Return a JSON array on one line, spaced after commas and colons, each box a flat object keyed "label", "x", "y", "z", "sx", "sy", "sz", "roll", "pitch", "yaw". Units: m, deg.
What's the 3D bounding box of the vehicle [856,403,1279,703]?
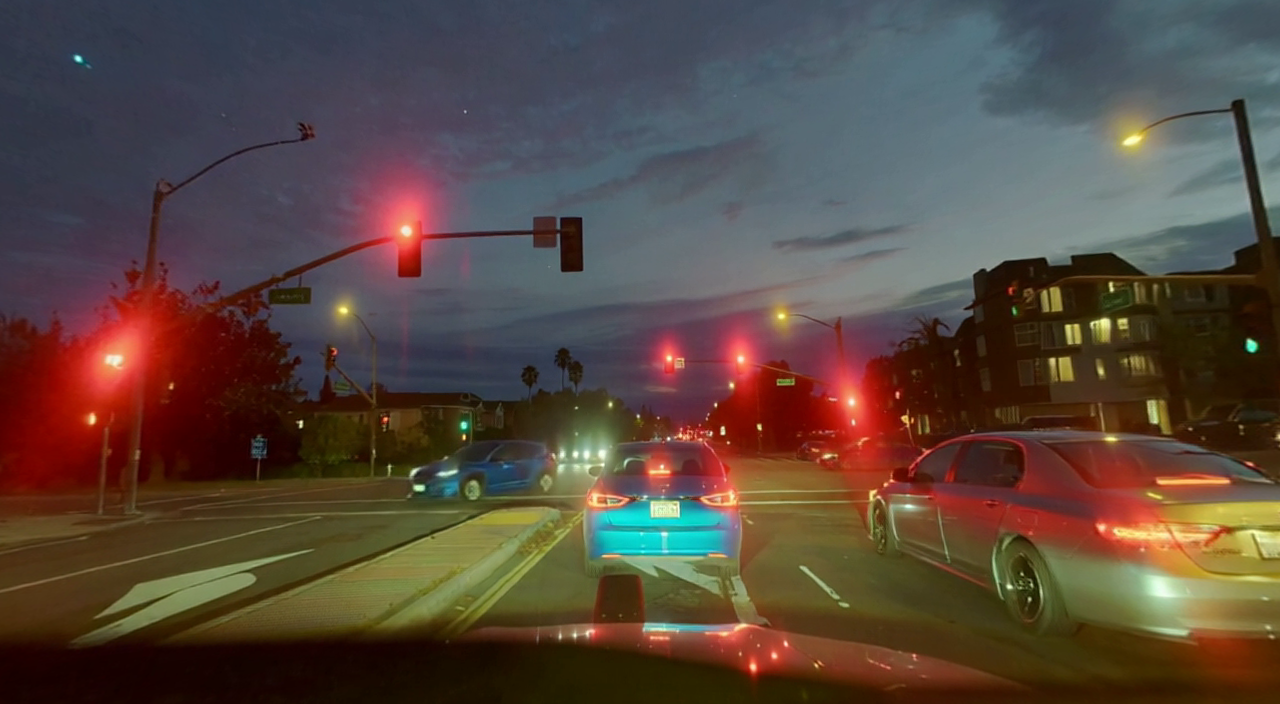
[{"label": "vehicle", "x": 3.661, "y": 1.341, "z": 5.445, "sx": 1.888, "sy": 1.486, "sz": 4.681, "roll": 0, "pitch": -9, "yaw": -1}]

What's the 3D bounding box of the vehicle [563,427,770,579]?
[{"label": "vehicle", "x": 0.303, "y": 1.818, "z": 8.334, "sx": 2.090, "sy": 1.505, "sz": 3.756, "roll": -1, "pitch": -9, "yaw": 1}]

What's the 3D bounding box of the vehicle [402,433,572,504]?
[{"label": "vehicle", "x": -4.117, "y": 3.206, "z": 17.848, "sx": 1.996, "sy": 1.705, "sz": 4.577, "roll": -5, "pitch": -10, "yaw": 30}]
